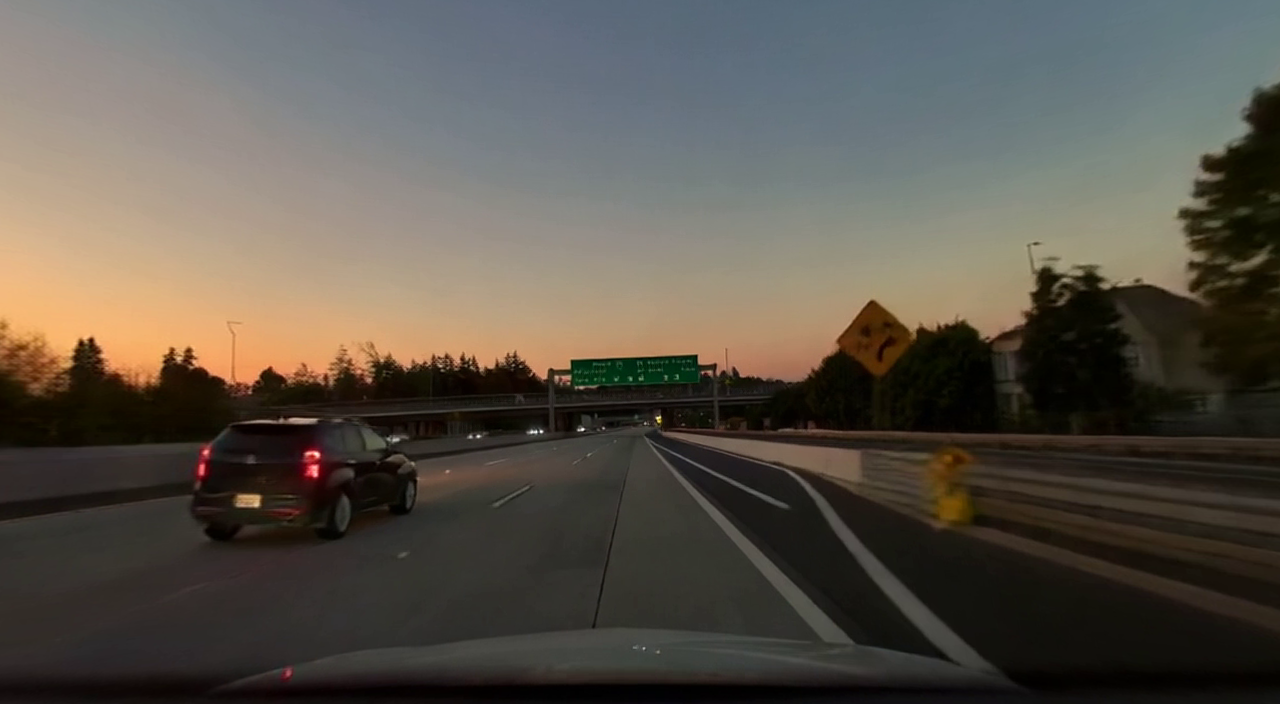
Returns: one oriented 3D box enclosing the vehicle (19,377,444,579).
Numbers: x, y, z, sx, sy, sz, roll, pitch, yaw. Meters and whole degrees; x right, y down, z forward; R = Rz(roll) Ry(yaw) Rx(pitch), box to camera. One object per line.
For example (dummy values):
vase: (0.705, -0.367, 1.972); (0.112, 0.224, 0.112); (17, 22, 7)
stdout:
vehicle: (-4.269, 1.406, 7.872); (2.153, 1.730, 4.772); (0, -8, -1)
